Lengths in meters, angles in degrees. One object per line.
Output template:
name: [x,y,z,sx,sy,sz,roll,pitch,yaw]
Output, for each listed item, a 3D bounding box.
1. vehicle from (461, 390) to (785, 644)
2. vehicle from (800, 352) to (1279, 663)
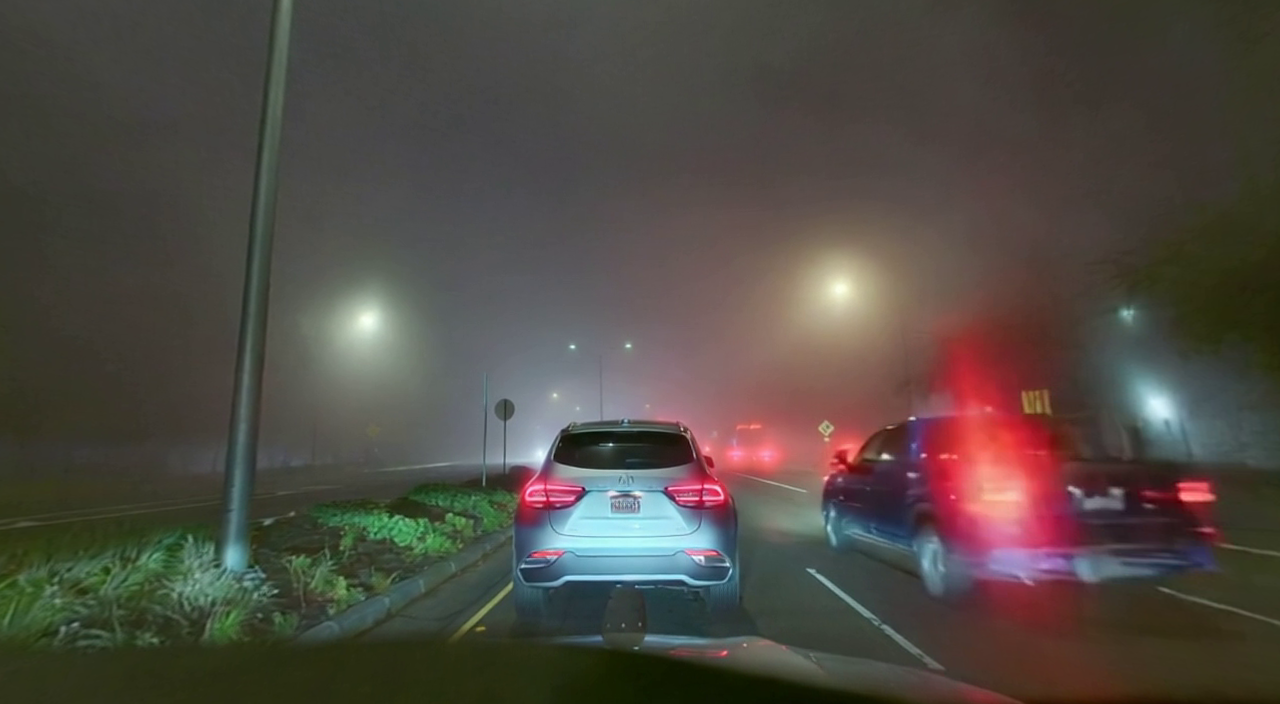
vehicle: [-0.161,1.407,6.327,2.172,1.694,4.055,0,-8,-2]
vehicle: [3.613,1.356,6.680,2.388,1.932,5.410,0,-8,0]
